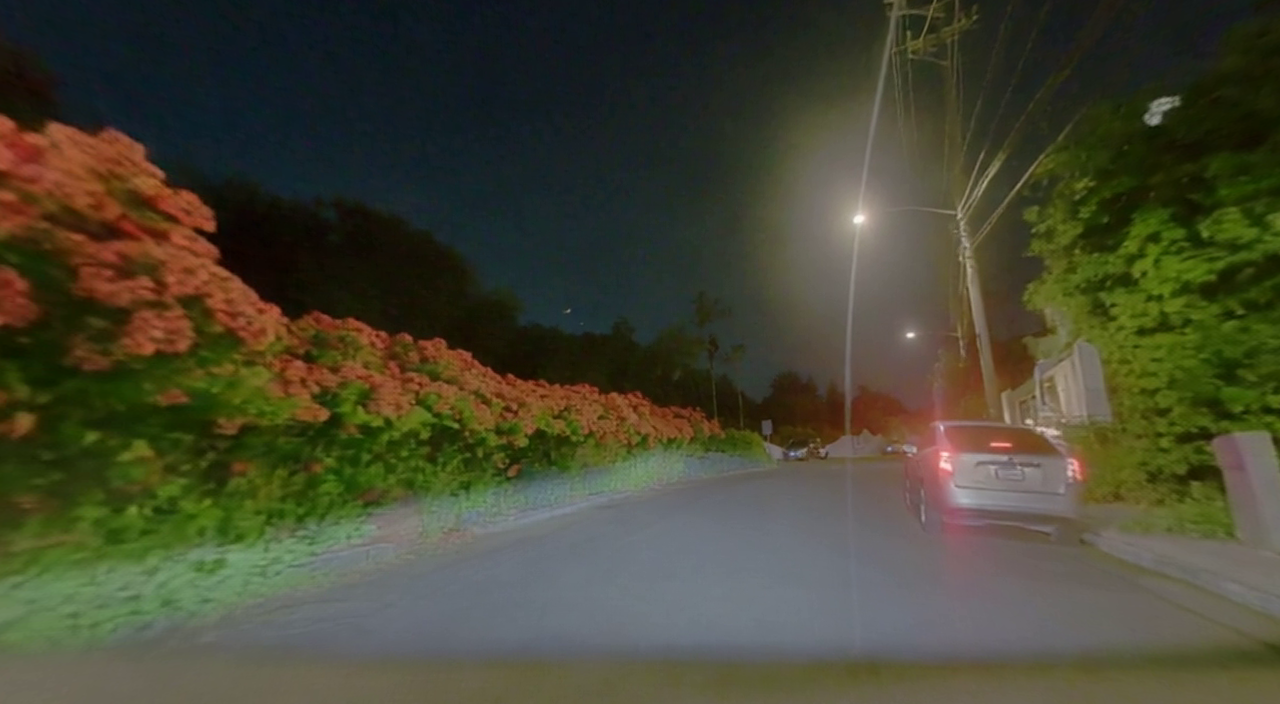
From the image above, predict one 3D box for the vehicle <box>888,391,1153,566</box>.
[{"bbox_3d":[5.394,1.823,10.008,2.311,1.909,5.570,-3,-9,18],"label":"vehicle"}]
